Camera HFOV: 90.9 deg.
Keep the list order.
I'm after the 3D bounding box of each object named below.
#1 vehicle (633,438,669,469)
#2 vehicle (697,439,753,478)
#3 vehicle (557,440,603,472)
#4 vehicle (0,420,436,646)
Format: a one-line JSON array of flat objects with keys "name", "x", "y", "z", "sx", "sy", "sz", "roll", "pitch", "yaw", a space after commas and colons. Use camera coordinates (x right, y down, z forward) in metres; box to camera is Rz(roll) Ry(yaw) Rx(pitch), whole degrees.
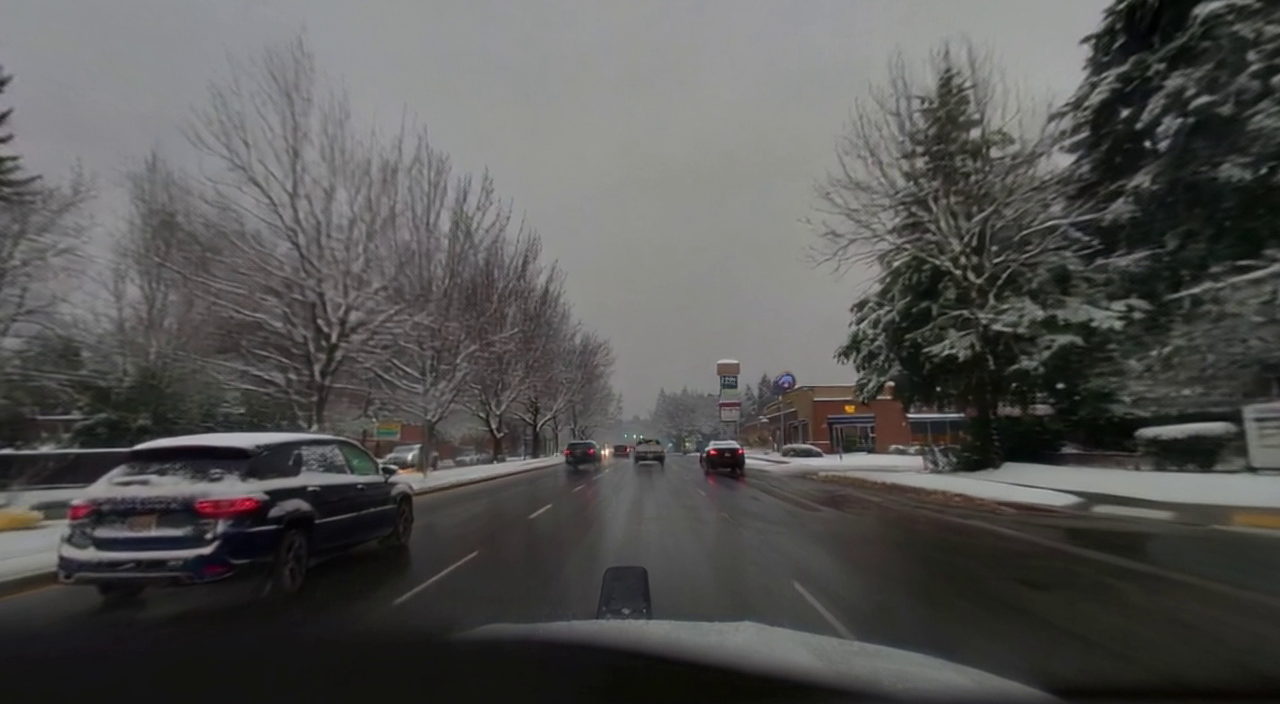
[{"name": "vehicle", "x": 0.672, "y": 6.455, "z": 40.351, "sx": 2.193, "sy": 1.873, "sz": 4.033, "roll": 0, "pitch": -9, "yaw": 0}, {"name": "vehicle", "x": 3.687, "y": 4.687, "z": 27.927, "sx": 1.922, "sy": 1.579, "sz": 3.642, "roll": 0, "pitch": -9, "yaw": -1}, {"name": "vehicle", "x": -3.207, "y": 5.684, "z": 34.623, "sx": 2.026, "sy": 1.665, "sz": 4.193, "roll": 0, "pitch": -9, "yaw": 2}, {"name": "vehicle", "x": -3.810, "y": 1.528, "z": 6.430, "sx": 1.908, "sy": 1.481, "sz": 4.351, "roll": 0, "pitch": -9, "yaw": 1}]
